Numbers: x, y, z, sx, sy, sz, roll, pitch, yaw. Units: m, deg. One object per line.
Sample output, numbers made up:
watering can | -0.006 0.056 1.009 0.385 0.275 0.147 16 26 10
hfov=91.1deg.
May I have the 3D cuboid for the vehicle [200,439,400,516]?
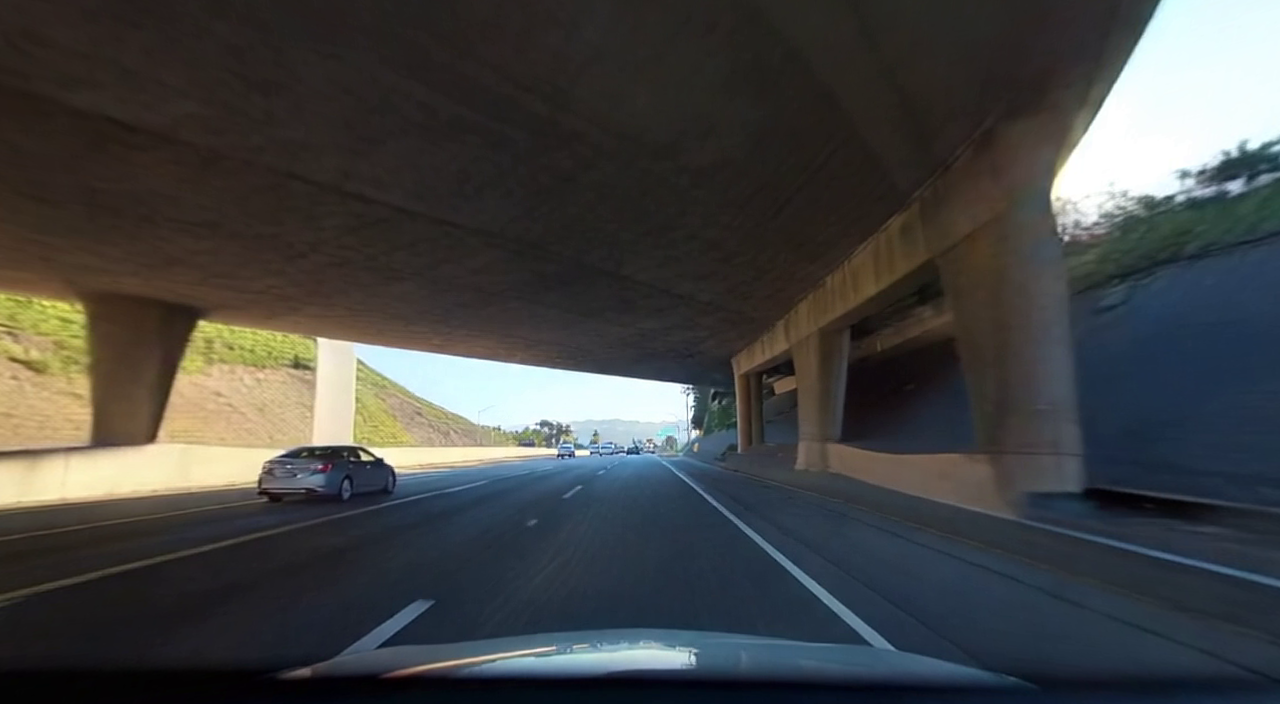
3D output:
vehicle | -7.449 2.768 14.436 1.949 1.465 4.563 0 -8 1
